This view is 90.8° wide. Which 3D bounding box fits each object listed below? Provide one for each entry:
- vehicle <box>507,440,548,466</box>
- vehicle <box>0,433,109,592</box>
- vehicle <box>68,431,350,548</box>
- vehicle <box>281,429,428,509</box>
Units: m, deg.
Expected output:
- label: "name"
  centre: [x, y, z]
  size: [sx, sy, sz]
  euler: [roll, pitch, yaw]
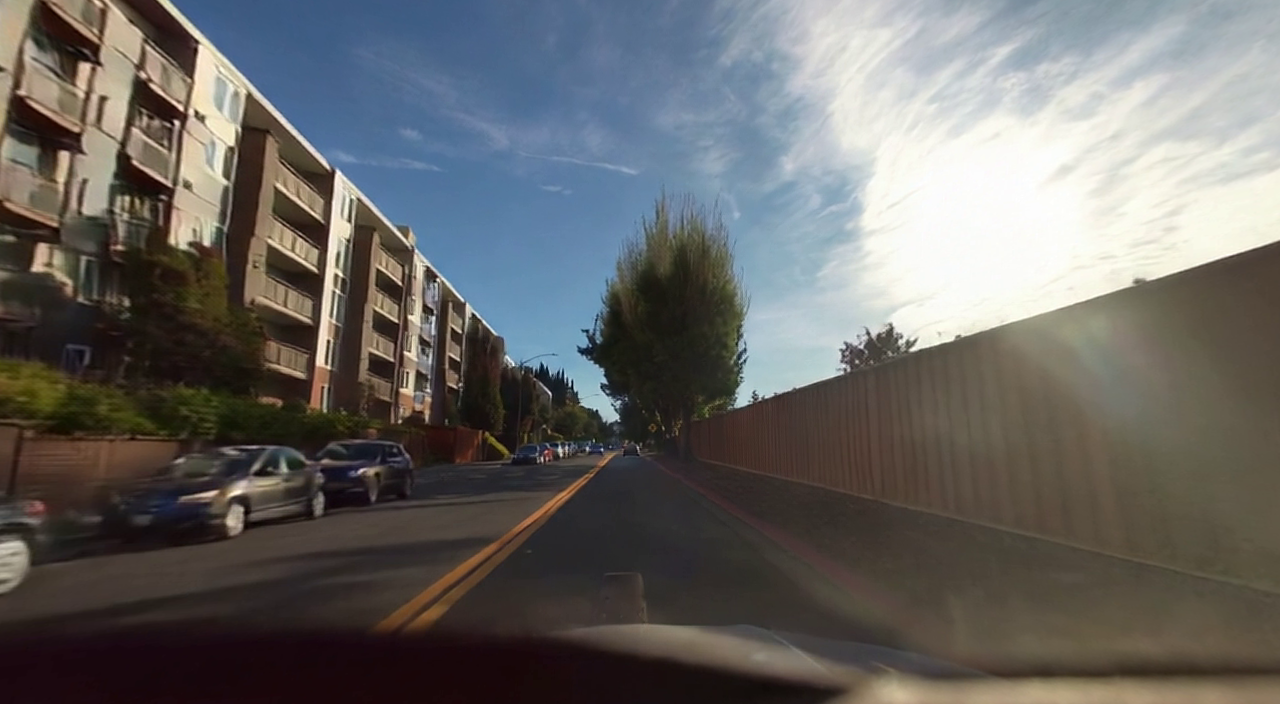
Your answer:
- label: "vehicle"
  centre: [-7.487, 6.762, 42.626]
  size: [1.913, 1.560, 4.513]
  euler: [2, -8, 0]
- label: "vehicle"
  centre: [-6.751, 1.269, 4.480]
  size: [1.914, 1.417, 4.750]
  euler: [3, -8, -2]
- label: "vehicle"
  centre: [-6.866, 2.176, 10.825]
  size: [1.773, 1.466, 4.407]
  euler: [4, -8, -2]
- label: "vehicle"
  centre: [-6.955, 2.842, 15.909]
  size: [1.878, 1.658, 3.827]
  euler: [3, -8, -1]
